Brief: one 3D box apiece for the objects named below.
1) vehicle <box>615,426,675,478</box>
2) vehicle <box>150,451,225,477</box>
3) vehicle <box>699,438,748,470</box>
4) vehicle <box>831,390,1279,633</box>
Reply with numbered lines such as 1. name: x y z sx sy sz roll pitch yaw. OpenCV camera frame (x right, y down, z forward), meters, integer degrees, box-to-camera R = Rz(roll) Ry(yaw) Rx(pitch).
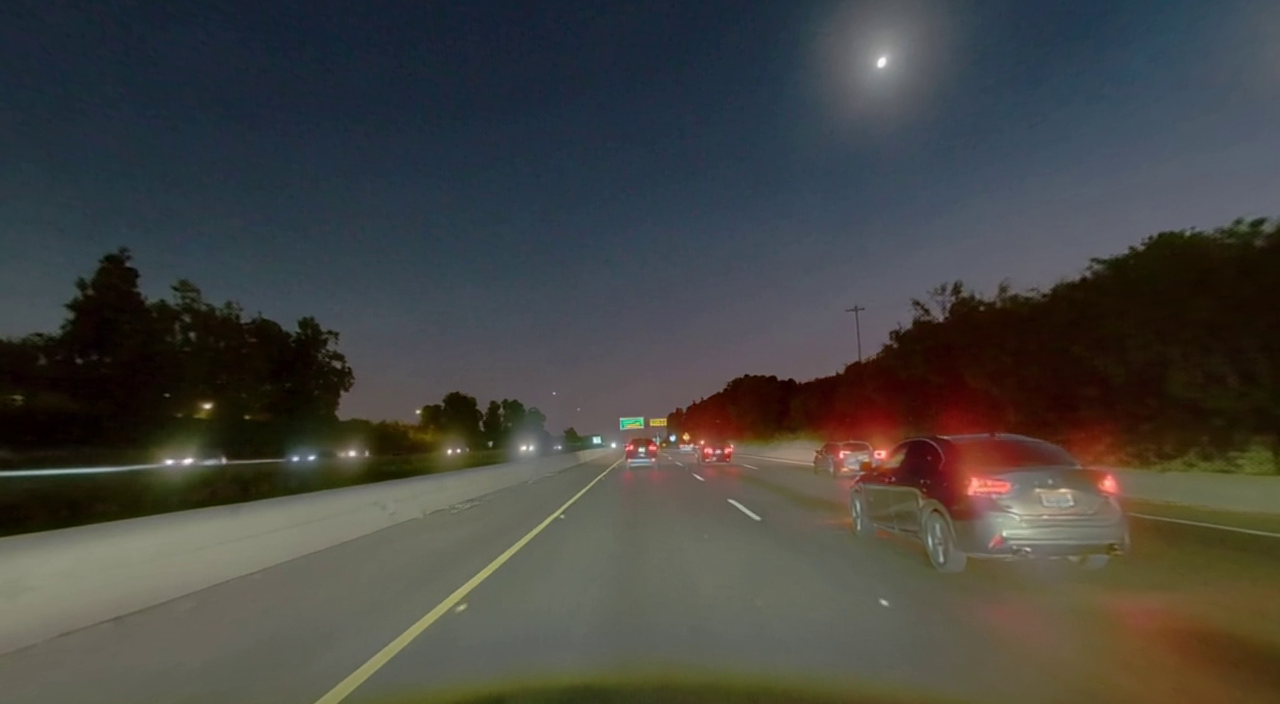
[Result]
1. vehicle: 0.176 3.973 25.250 2.189 1.852 4.038 0 -8 0
2. vehicle: -31.377 7.760 43.927 1.793 1.581 4.692 0 -8 0
3. vehicle: 4.175 5.153 32.085 1.825 1.487 4.034 0 -8 -1
4. vehicle: 3.712 1.418 6.642 2.003 1.661 4.418 0 -8 0
